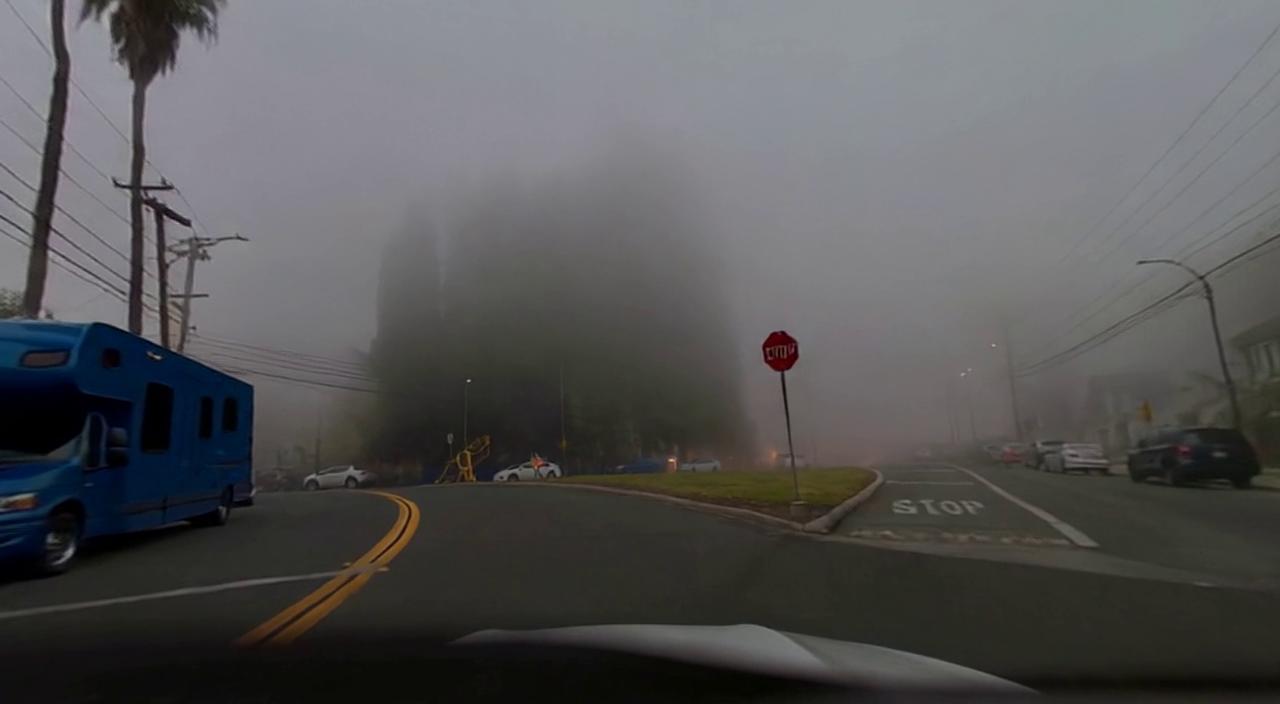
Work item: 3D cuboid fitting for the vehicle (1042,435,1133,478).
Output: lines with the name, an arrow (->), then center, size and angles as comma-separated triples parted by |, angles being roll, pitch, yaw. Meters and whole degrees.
vehicle -> 20.291, 4.725, 28.893 | 2.016, 1.687, 4.272 | -3, -7, 16

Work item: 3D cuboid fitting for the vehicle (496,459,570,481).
vehicle -> -7.500, 8.319, 44.477 | 4.966, 1.377, 1.739 | 0, -7, -4

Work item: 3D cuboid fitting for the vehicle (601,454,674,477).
vehicle -> -0.199, 8.186, 45.688 | 4.952, 1.472, 1.837 | 2, -8, -18

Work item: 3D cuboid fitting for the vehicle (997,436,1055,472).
vehicle -> 23.403, 6.130, 38.498 | 1.974, 1.894, 4.810 | -3, -6, 19

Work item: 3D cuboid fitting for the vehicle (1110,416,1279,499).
vehicle -> 16.206, 2.944, 18.605 | 2.451, 2.076, 4.928 | -3, -7, 21

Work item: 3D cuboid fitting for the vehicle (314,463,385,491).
vehicle -> -21.066, 9.041, 45.838 | 4.586, 1.784, 1.890 | -2, -7, 19

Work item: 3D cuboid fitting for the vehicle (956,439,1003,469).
vehicle -> 26.737, 7.999, 49.909 | 2.094, 1.992, 4.941 | -2, -6, 14

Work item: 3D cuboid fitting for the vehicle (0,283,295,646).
vehicle -> -9.495, 1.653, 11.583 | 3.216, 3.720, 11.364 | 1, -6, -17

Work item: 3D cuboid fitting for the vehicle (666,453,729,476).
vehicle -> 4.344, 8.483, 47.673 | 4.461, 1.417, 1.781 | 2, -7, -26
